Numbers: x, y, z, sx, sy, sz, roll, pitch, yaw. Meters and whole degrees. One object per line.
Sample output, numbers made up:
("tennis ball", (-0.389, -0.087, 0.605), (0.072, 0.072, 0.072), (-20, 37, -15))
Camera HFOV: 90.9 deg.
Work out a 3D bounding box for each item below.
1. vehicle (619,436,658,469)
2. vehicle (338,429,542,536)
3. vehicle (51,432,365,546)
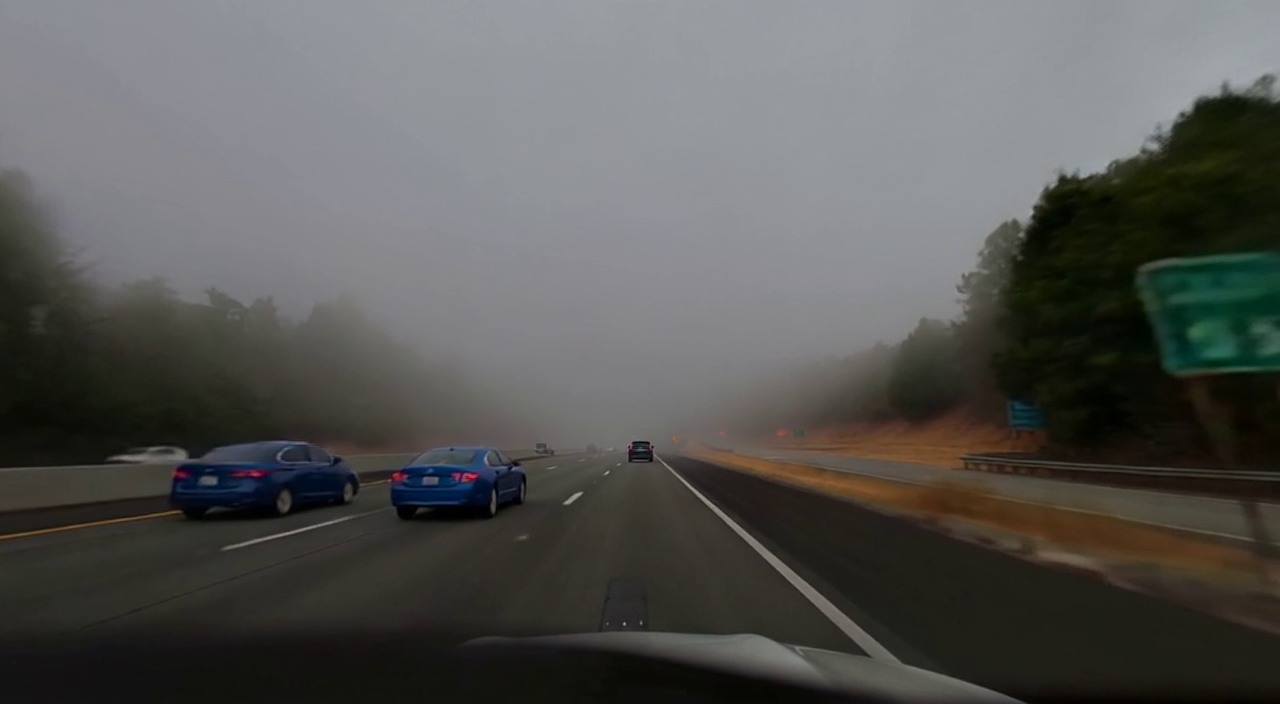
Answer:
("vehicle", (-0.052, 6.303, 39.871), (2.309, 1.915, 5.130), (0, -8, 1))
("vehicle", (-3.400, 2.343, 12.070), (2.139, 1.589, 5.102), (0, -8, 1))
("vehicle", (-6.859, 2.196, 10.885), (2.009, 1.519, 4.697), (0, -8, 2))
